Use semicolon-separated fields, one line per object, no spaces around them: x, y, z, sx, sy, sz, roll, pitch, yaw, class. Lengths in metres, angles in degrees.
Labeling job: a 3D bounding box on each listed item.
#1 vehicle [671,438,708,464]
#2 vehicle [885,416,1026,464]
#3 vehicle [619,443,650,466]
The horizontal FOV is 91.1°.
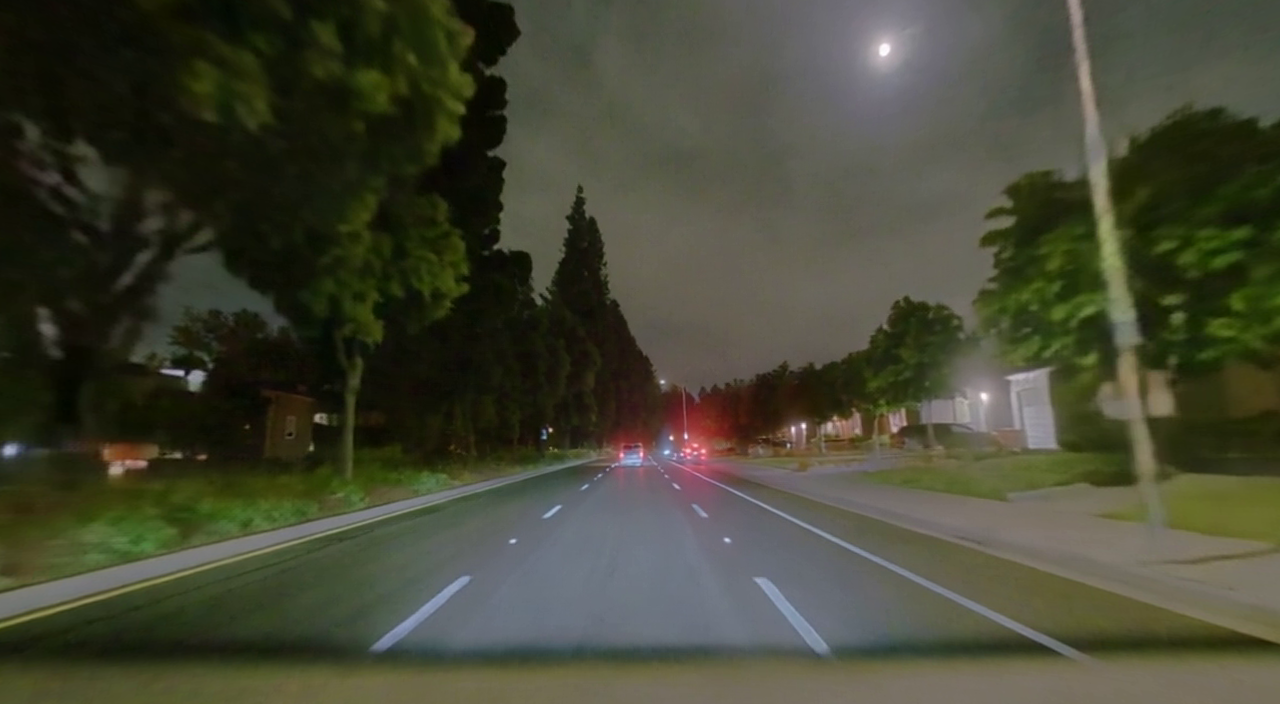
3.764;7.612;48.438;2.203;1.828;5.336;0;-8;-2;vehicle
13.099;3.707;26.321;4.739;1.918;2.071;-1;-8;3;vehicle
-0.369;7.096;43.668;2.054;1.456;4.003;0;-8;-1;vehicle
